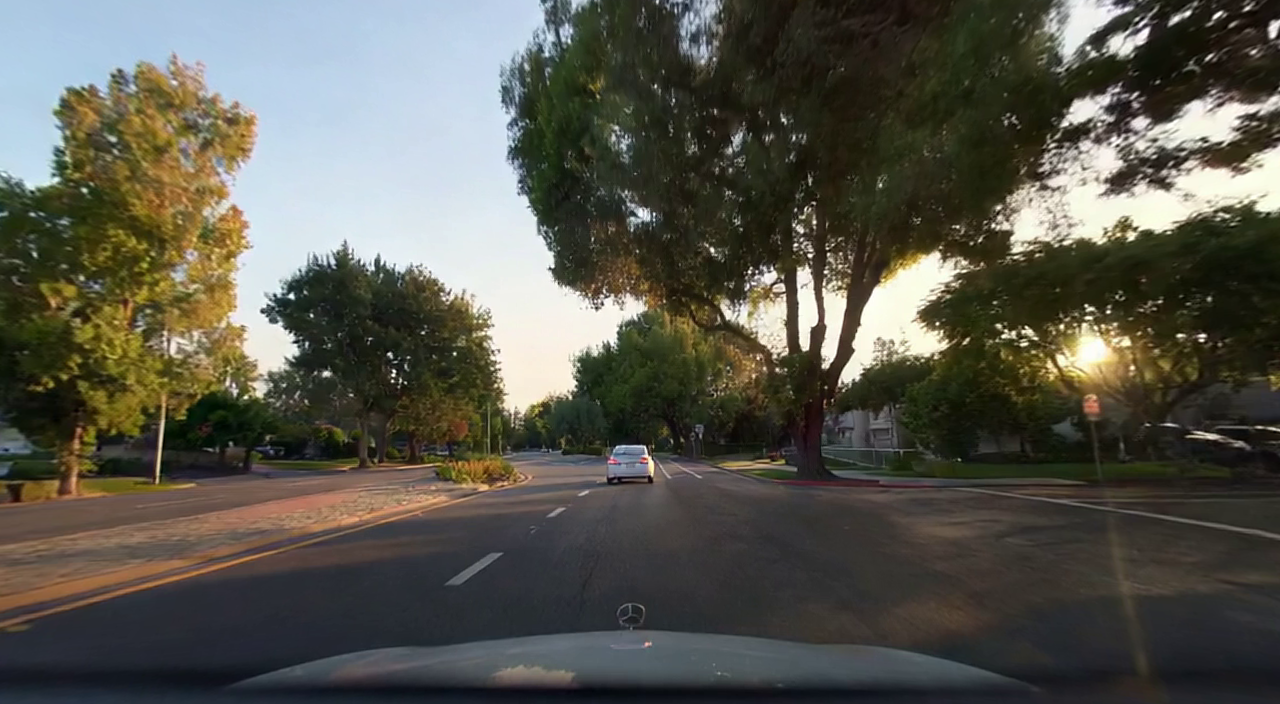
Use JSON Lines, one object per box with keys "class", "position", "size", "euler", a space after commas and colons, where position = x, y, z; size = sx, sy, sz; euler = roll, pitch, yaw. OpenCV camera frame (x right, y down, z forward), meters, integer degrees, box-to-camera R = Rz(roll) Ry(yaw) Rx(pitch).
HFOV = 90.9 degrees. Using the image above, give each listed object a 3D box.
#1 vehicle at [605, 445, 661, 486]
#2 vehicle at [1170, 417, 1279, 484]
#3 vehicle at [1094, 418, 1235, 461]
{"class": "vehicle", "position": [-0.228, 4.375, 24.654], "size": [2.009, 1.456, 4.003], "euler": [0, -8, 1]}
{"class": "vehicle", "position": [19.071, 2.878, 18.487], "size": [5.018, 1.844, 2.156], "euler": [0, -8, 0]}
{"class": "vehicle", "position": [21.543, 3.638, 26.156], "size": [1.928, 1.614, 4.267], "euler": [1, -8, -5]}
